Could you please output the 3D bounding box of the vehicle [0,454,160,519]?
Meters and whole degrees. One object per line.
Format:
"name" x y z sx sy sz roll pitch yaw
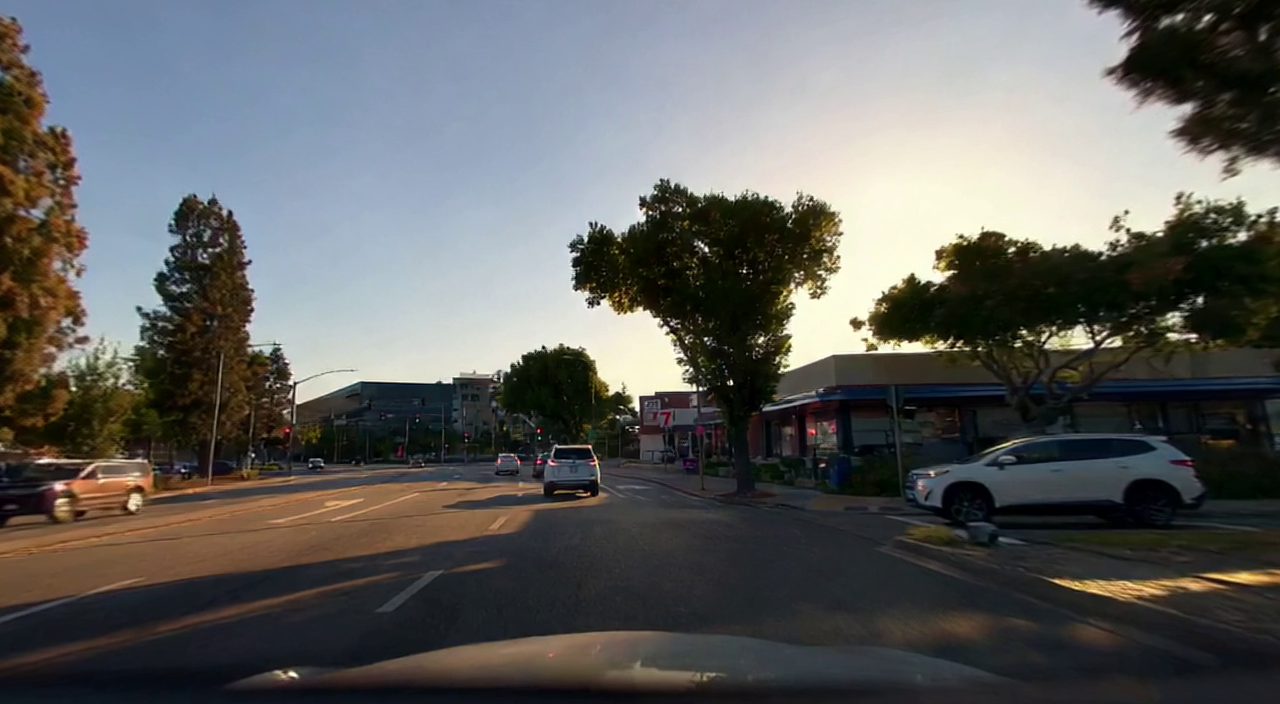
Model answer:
"vehicle" -18.649 4.292 20.748 2.421 1.819 4.804 1 -9 -8

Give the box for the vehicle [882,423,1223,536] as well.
"vehicle" 7.681 2.367 12.356 5.076 1.761 2.077 -6 -10 33

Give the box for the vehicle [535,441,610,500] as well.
"vehicle" -2.355 3.871 21.089 2.227 1.733 3.930 1 -9 -10
